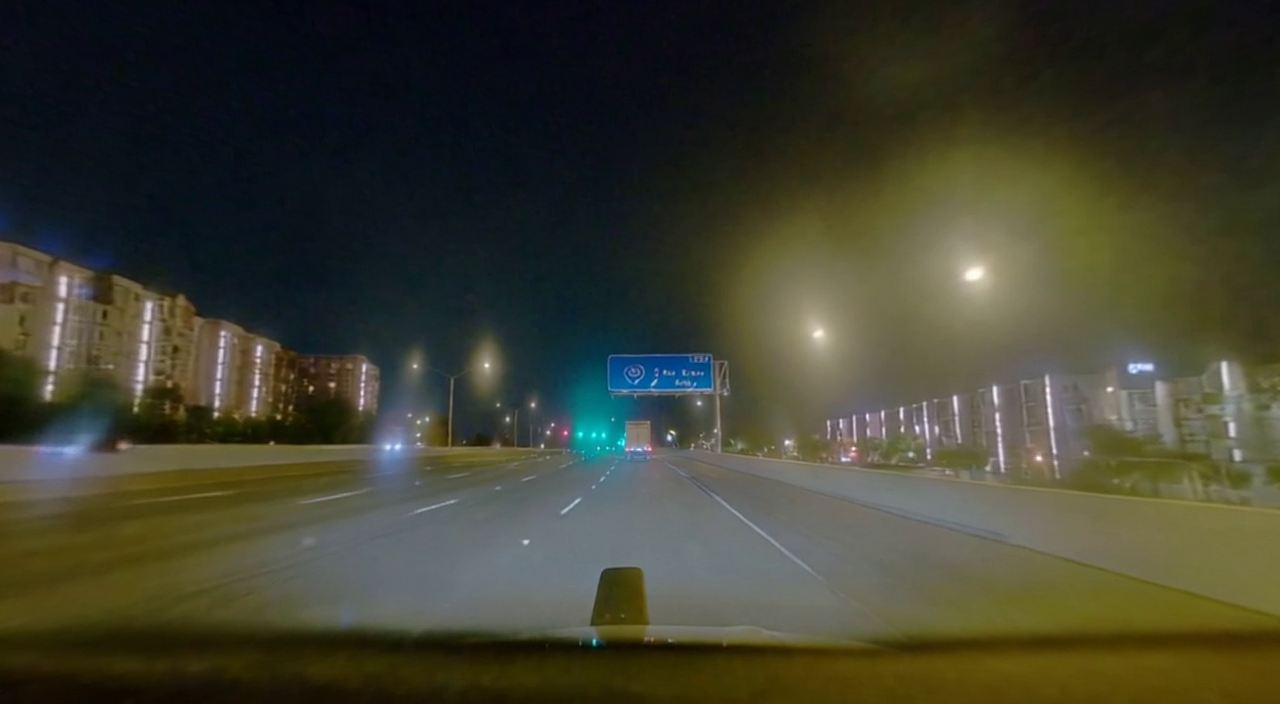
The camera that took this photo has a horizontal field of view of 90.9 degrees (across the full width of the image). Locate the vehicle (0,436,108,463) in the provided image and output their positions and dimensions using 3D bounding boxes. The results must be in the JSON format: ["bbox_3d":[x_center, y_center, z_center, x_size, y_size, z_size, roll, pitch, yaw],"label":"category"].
[{"bbox_3d":[-36.197,6.062,39.096,2.007,1.576,4.999,0,-9,0],"label":"vehicle"}]
